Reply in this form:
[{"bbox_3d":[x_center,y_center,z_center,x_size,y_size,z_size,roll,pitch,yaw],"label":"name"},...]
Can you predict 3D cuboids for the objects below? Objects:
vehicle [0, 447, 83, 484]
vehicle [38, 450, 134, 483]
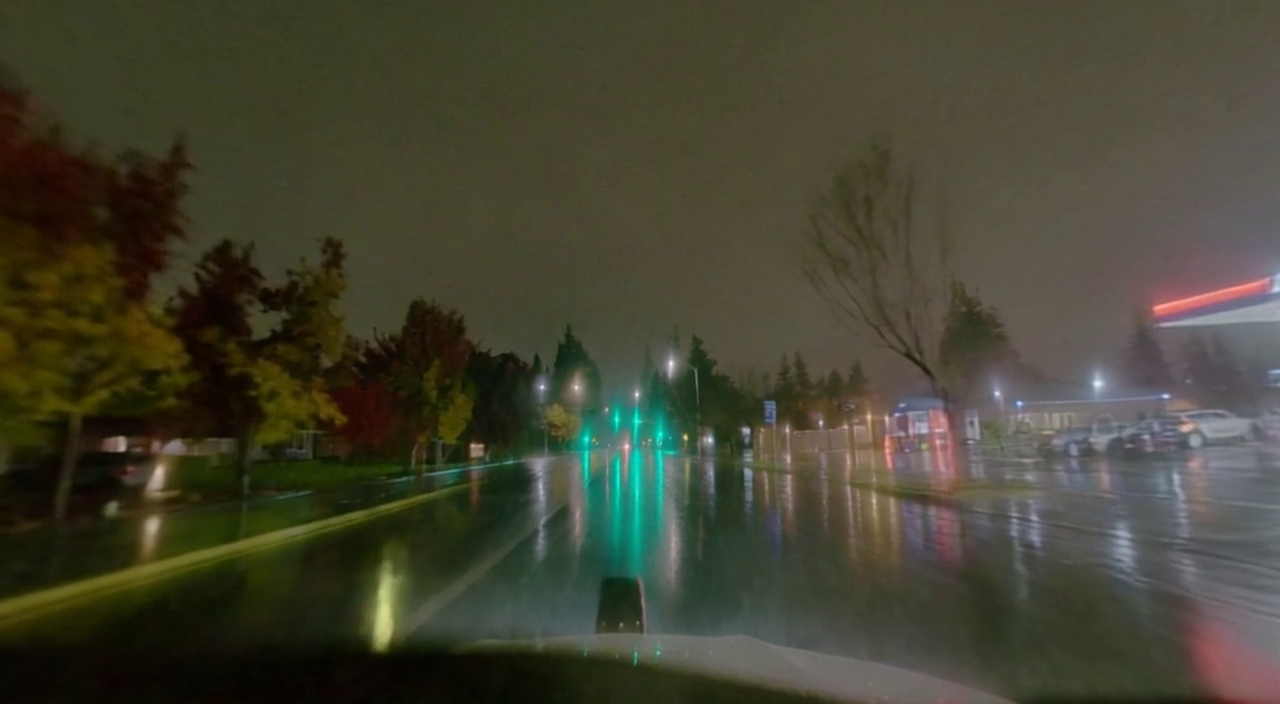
[{"bbox_3d":[-32.982,5.966,33.662,2.186,1.811,4.848,0,-9,-1],"label":"vehicle"},{"bbox_3d":[-30.198,6.228,34.620,1.881,1.444,4.046,-3,-7,-5],"label":"vehicle"}]
